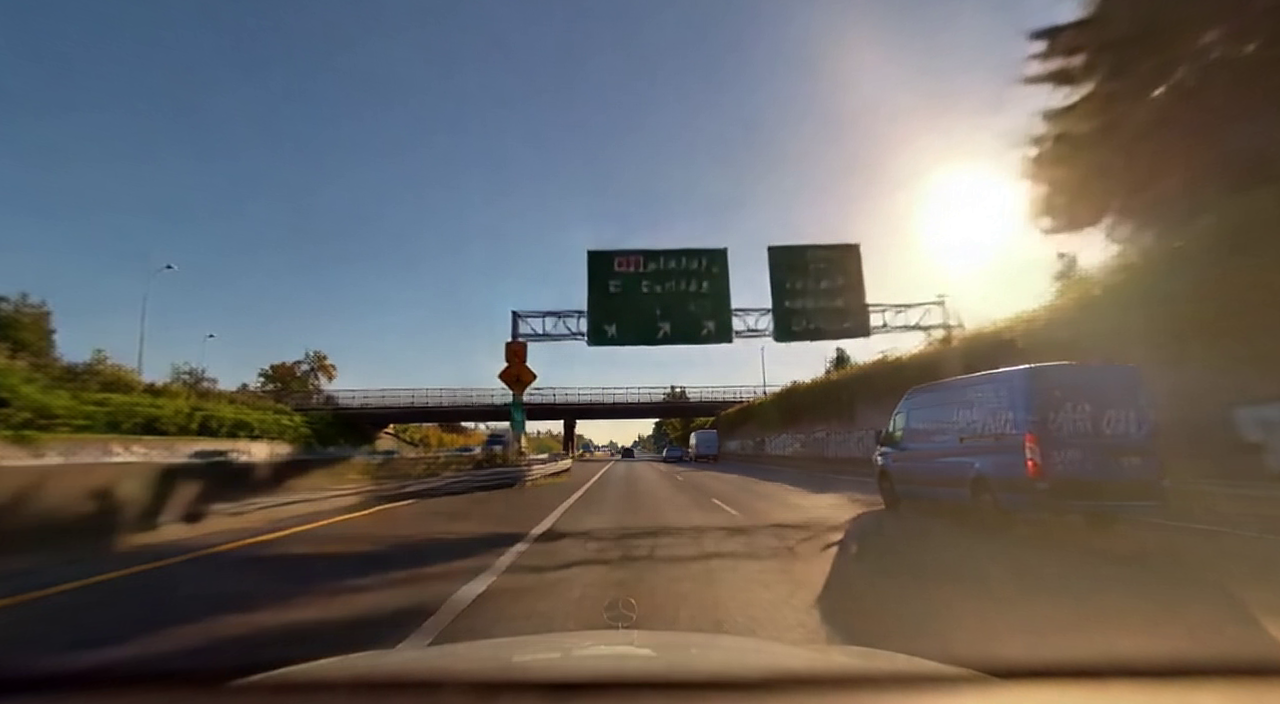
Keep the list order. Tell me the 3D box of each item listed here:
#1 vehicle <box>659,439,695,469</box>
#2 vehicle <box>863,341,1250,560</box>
[{"bbox_3d":[2.555,7.187,44.494,2.007,1.943,5.010,0,-9,-3],"label":"vehicle"},{"bbox_3d":[6.051,1.593,10.502,2.283,2.631,5.719,0,-9,-2],"label":"vehicle"}]
